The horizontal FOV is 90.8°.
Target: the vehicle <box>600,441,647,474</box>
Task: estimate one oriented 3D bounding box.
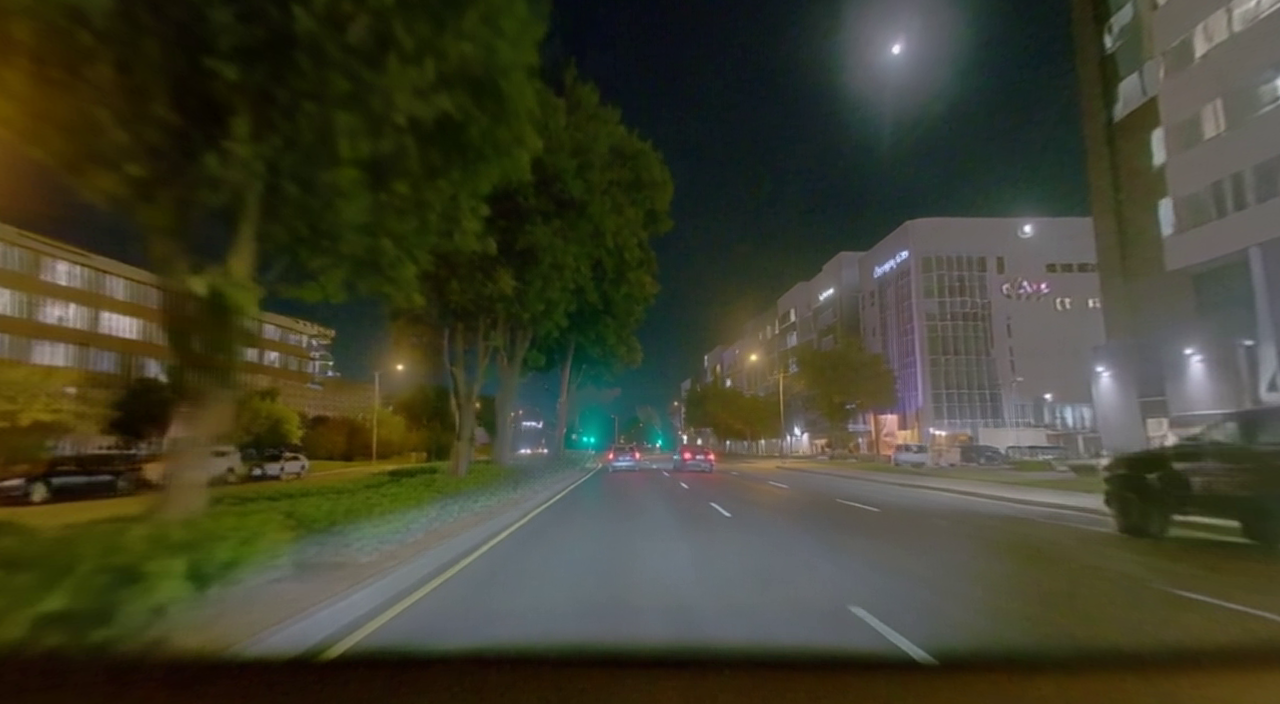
[{"bbox_3d":[-0.796,5.001,30.187,2.101,1.444,4.248,0,-8,-2],"label":"vehicle"}]

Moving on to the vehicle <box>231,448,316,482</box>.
[{"bbox_3d":[-19.709,6.057,34.250,2.019,1.687,4.484,0,-8,-2],"label":"vehicle"}]

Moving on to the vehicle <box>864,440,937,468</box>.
[{"bbox_3d":[19.862,7.781,48.464,2.150,1.966,5.027,3,-9,-23],"label":"vehicle"}]

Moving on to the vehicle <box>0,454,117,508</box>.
[{"bbox_3d":[-19.506,4.025,19.992,1.874,1.483,4.742,0,-8,0],"label":"vehicle"}]

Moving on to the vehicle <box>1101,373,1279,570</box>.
[{"bbox_3d":[10.232,1.537,8.048,3.082,2.655,7.381,0,-8,0],"label":"vehicle"}]

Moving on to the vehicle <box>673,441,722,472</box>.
[{"bbox_3d":[2.980,5.525,33.602,1.993,1.477,4.240,0,-8,-3],"label":"vehicle"}]

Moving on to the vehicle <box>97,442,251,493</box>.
[{"bbox_3d":[-19.464,4.797,26.860,2.241,1.891,5.637,0,-8,0],"label":"vehicle"}]

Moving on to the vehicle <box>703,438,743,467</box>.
[{"bbox_3d":[6.054,7.362,46.627,2.052,1.990,4.736,0,-8,-2],"label":"vehicle"}]
